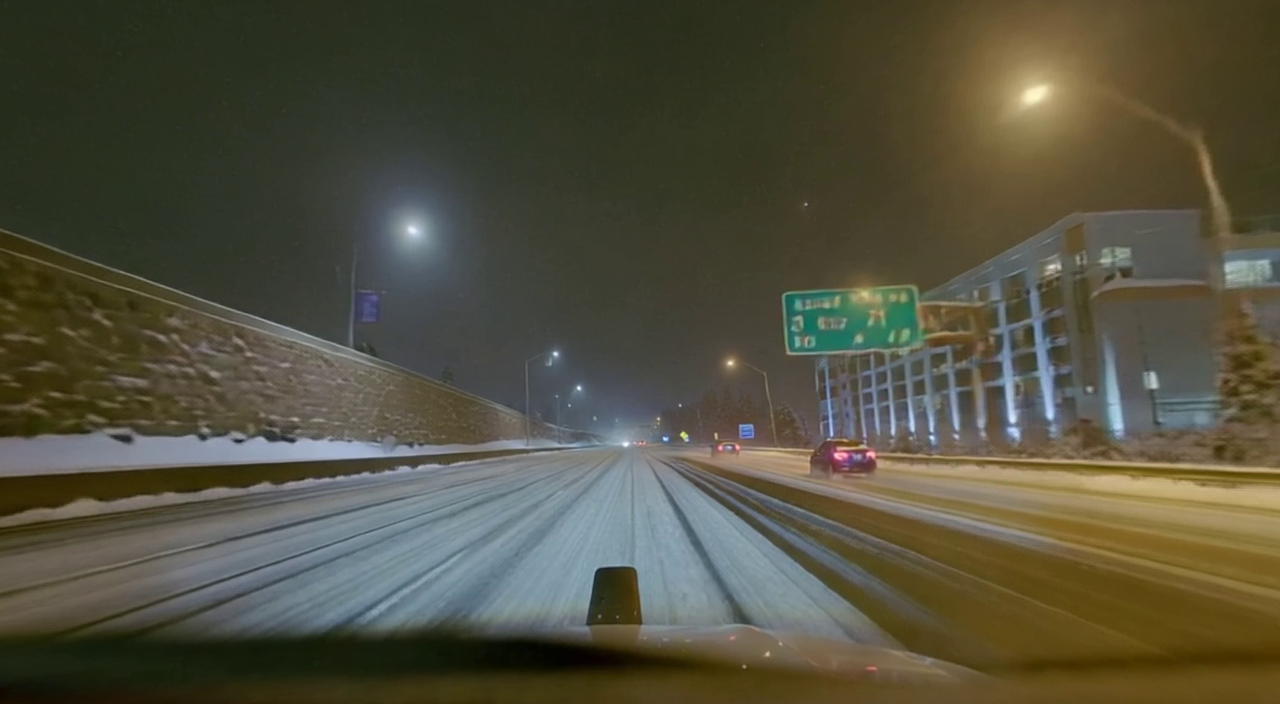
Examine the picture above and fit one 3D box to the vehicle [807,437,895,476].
[{"bbox_3d":[9.716,4.848,29.650,2.165,1.636,5.175,1,-8,-3],"label":"vehicle"}]
